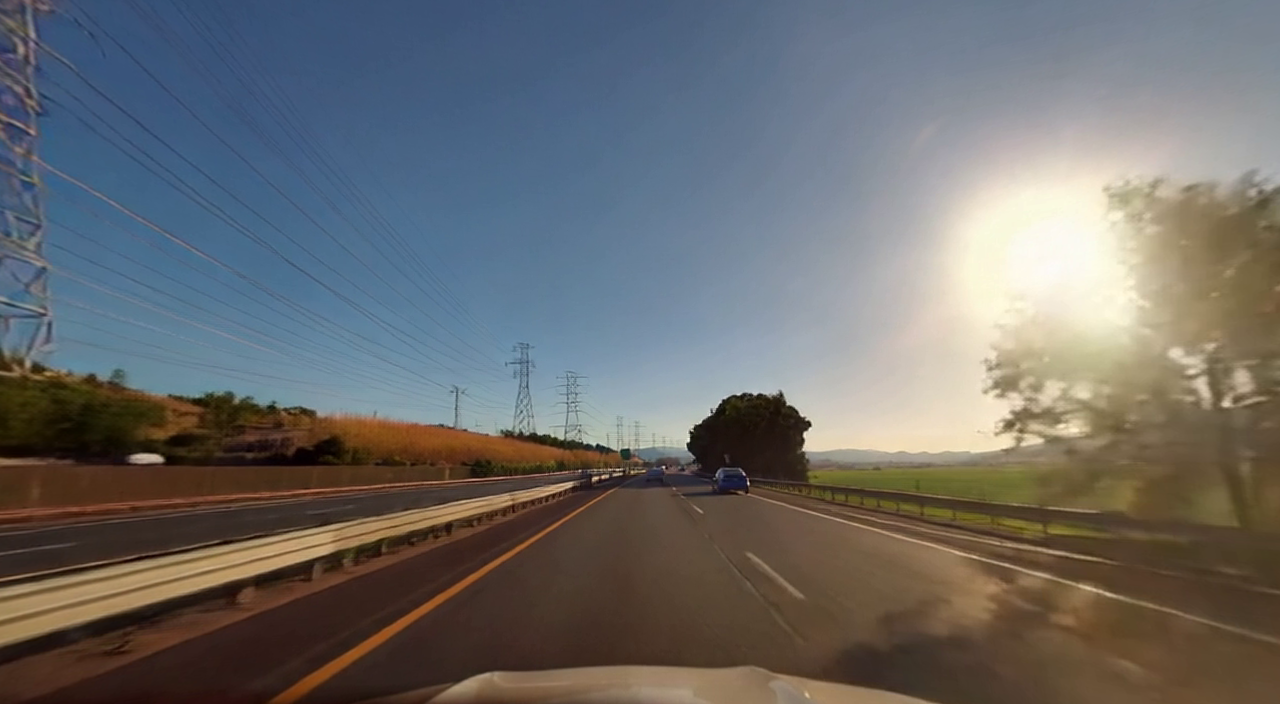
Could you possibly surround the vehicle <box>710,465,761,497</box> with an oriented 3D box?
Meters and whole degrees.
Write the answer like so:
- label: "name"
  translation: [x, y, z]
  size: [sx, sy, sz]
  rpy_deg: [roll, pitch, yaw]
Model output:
- label: "vehicle"
  translation: [4.896, 6.669, 32.706]
  size: [1.985, 1.521, 3.904]
  rpy_deg: [1, -10, -1]
